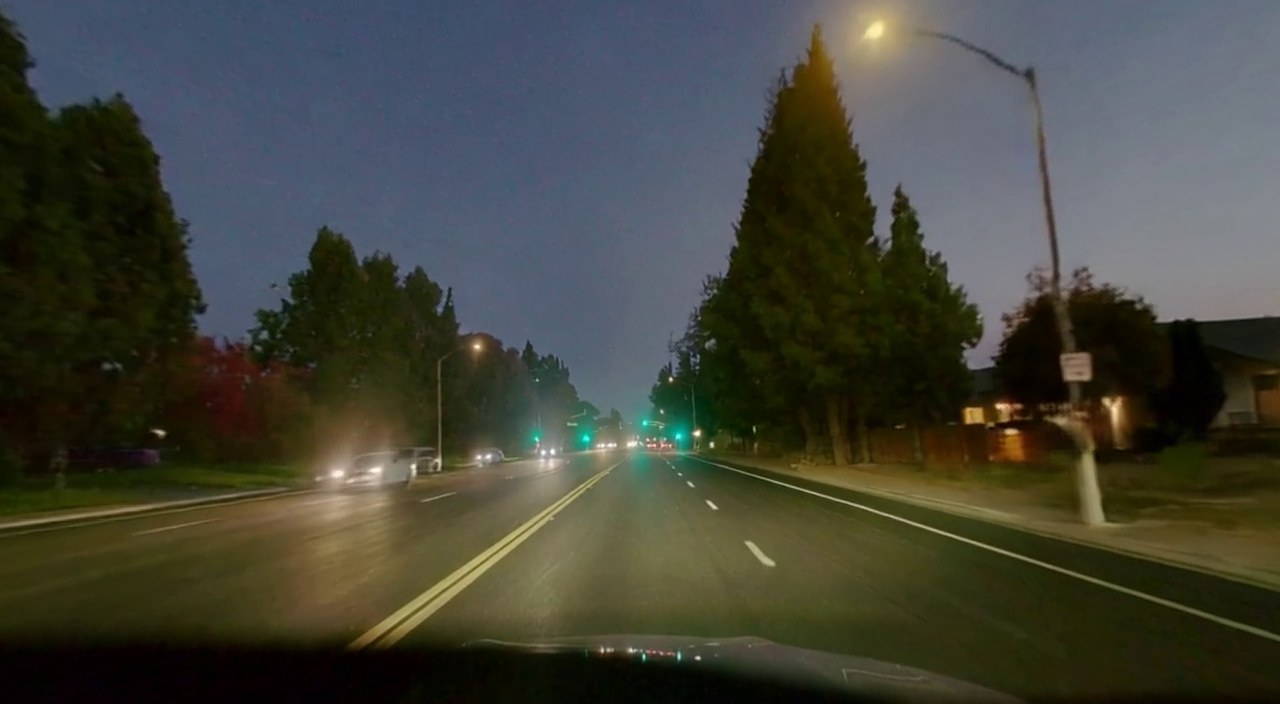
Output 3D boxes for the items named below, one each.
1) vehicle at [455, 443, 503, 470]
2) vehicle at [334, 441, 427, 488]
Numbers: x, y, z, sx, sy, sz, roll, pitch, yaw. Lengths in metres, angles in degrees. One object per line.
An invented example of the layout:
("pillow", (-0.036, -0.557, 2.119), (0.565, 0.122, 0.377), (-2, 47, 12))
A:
("vehicle", (-10.211, 6.635, 40.336), (1.913, 1.641, 4.243), (0, -8, 1))
("vehicle", (-10.090, 4.363, 24.877), (1.962, 1.680, 3.925), (0, -8, 1))
